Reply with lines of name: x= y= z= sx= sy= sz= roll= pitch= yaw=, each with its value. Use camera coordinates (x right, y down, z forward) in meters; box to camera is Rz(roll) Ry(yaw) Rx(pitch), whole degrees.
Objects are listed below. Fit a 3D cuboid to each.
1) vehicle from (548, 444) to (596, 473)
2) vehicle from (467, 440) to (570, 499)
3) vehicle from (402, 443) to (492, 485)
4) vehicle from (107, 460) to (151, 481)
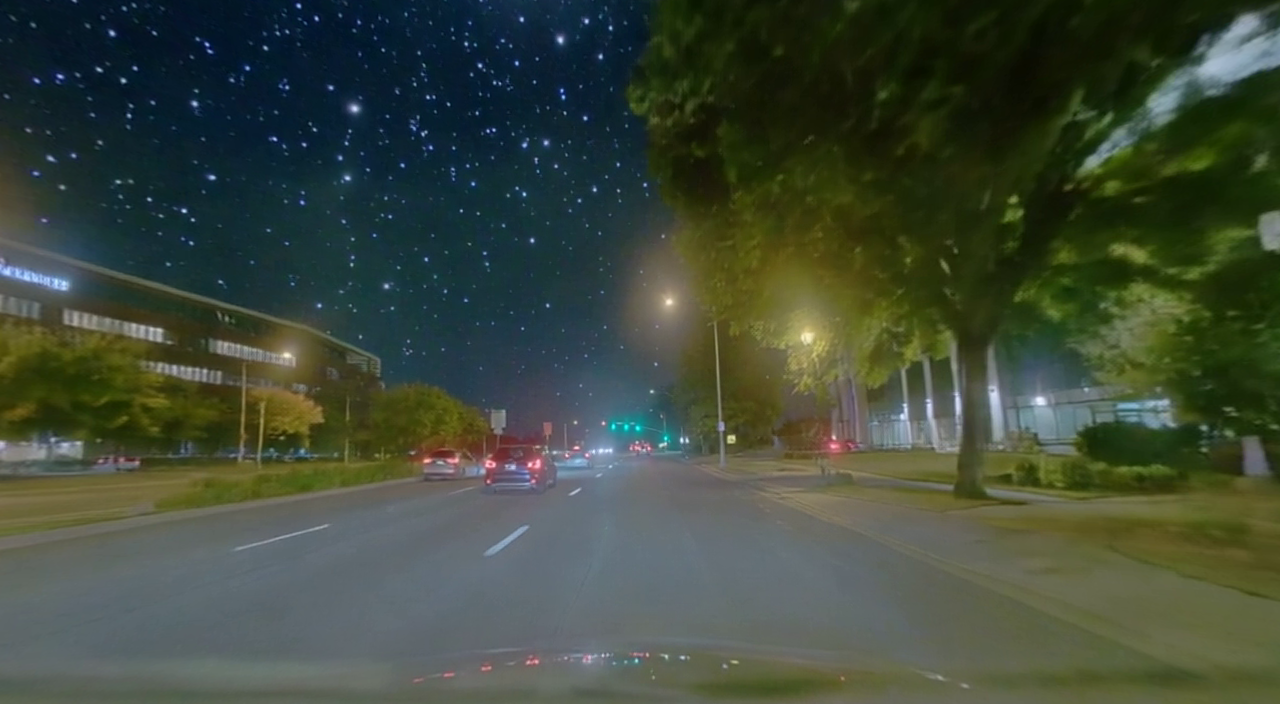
vehicle: x=-3.508 y=5.610 z=33.516 sx=1.971 sy=1.414 sz=4.317 roll=0 pitch=-8 yaw=1
vehicle: x=-3.332 y=3.318 z=18.296 sx=2.011 sy=1.483 sz=4.596 roll=0 pitch=-8 yaw=1
vehicle: x=-7.521 y=4.388 z=25.142 sx=1.976 sy=1.497 sz=4.709 roll=0 pitch=-8 yaw=1
vehicle: x=-39.602 y=9.147 z=48.947 sx=4.381 sy=1.475 sz=1.960 roll=-8 pitch=-12 yaw=43
